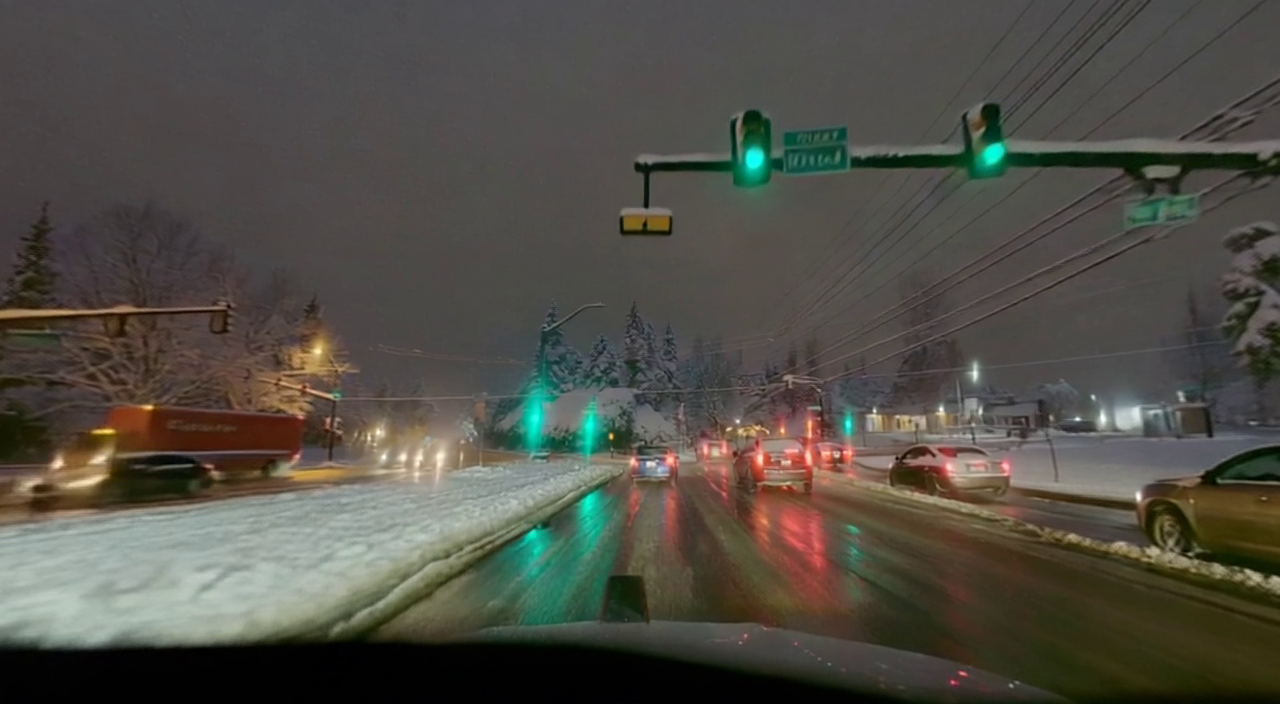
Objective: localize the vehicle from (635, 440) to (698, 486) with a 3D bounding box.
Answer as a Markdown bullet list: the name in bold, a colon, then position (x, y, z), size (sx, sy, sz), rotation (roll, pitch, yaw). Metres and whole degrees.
- **vehicle**: position (0.962, 4.127, 23.697), size (2.168, 1.527, 4.174), rotation (0, -9, 2)

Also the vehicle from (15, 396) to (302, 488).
- **vehicle**: position (-21.059, 4.271, 29.550), size (3.354, 3.314, 12.985), rotation (0, -9, 0)

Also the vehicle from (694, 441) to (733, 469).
- **vehicle**: position (4.439, 6.295, 38.522), size (1.896, 1.612, 4.203), rotation (0, -9, 1)

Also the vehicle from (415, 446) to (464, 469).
- **vehicle**: position (-13.796, 7.291, 43.675), size (1.827, 1.469, 4.476), rotation (0, -9, 1)

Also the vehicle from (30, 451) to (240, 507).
- **vehicle**: position (-13.708, 3.438, 17.584), size (1.926, 1.303, 4.686), rotation (0, -9, 1)

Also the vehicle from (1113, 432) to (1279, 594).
- **vehicle**: position (6.797, 1.435, 5.510), size (1.866, 1.471, 4.478), rotation (0, -9, 0)

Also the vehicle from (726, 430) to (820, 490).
- **vehicle**: position (4.355, 3.636, 21.481), size (2.119, 1.810, 4.848), rotation (0, -9, 0)

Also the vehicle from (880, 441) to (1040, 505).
- **vehicle**: position (8.295, 3.153, 16.924), size (1.882, 1.463, 4.543), rotation (0, -9, 0)

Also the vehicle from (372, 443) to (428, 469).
- **vehicle**: position (-17.488, 7.612, 46.155), size (2.076, 1.762, 4.895), rotation (0, -9, 1)
